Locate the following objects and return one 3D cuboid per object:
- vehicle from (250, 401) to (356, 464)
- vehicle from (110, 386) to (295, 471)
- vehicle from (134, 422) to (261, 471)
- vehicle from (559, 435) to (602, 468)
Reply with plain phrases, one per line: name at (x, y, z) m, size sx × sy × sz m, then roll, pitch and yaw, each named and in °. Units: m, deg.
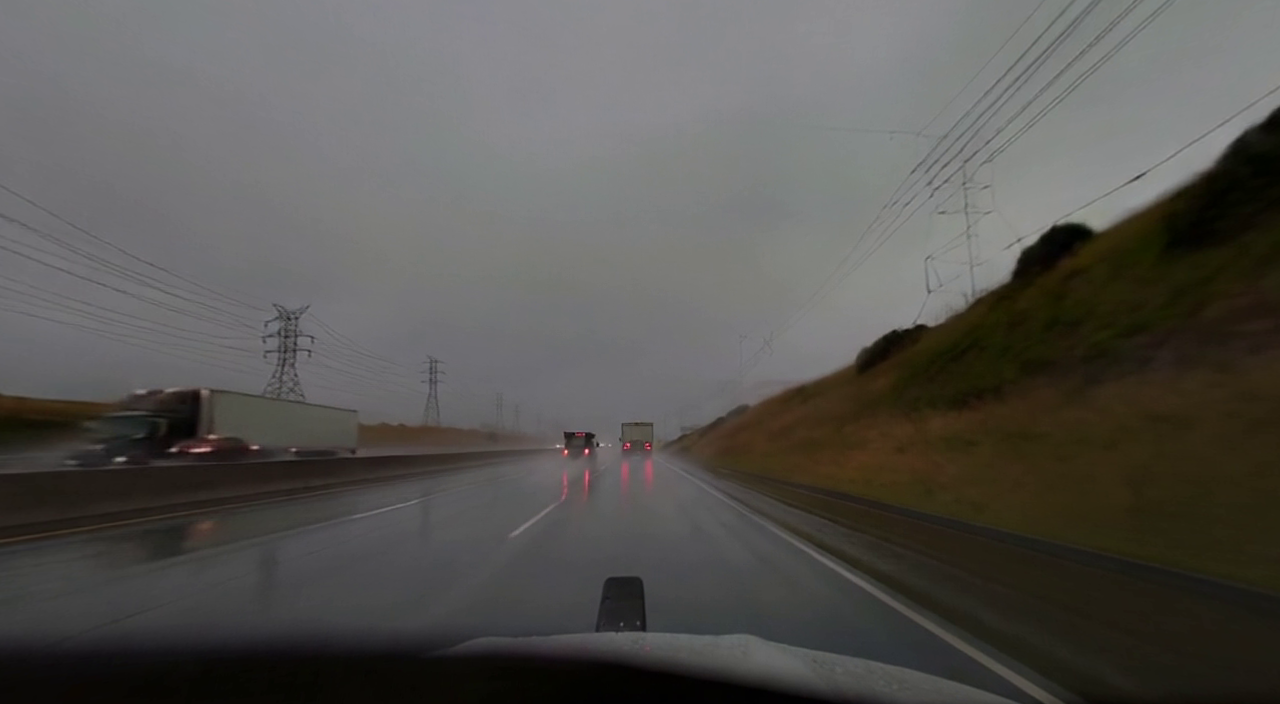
vehicle at (-23.449, 5.789, 44.544) m, size 2.837 × 3.999 × 8.063 m, roll 0°, pitch -9°, yaw 0°
vehicle at (-23.316, 4.376, 34.747) m, size 2.859 × 3.985 × 10.141 m, roll 0°, pitch -9°, yaw 0°
vehicle at (-18.821, 4.075, 27.171) m, size 2.089 × 1.933 × 4.657 m, roll 0°, pitch -9°, yaw 0°
vehicle at (-3.666, 6.270, 39.884) m, size 2.207 × 1.949 × 4.911 m, roll 0°, pitch -9°, yaw 1°
